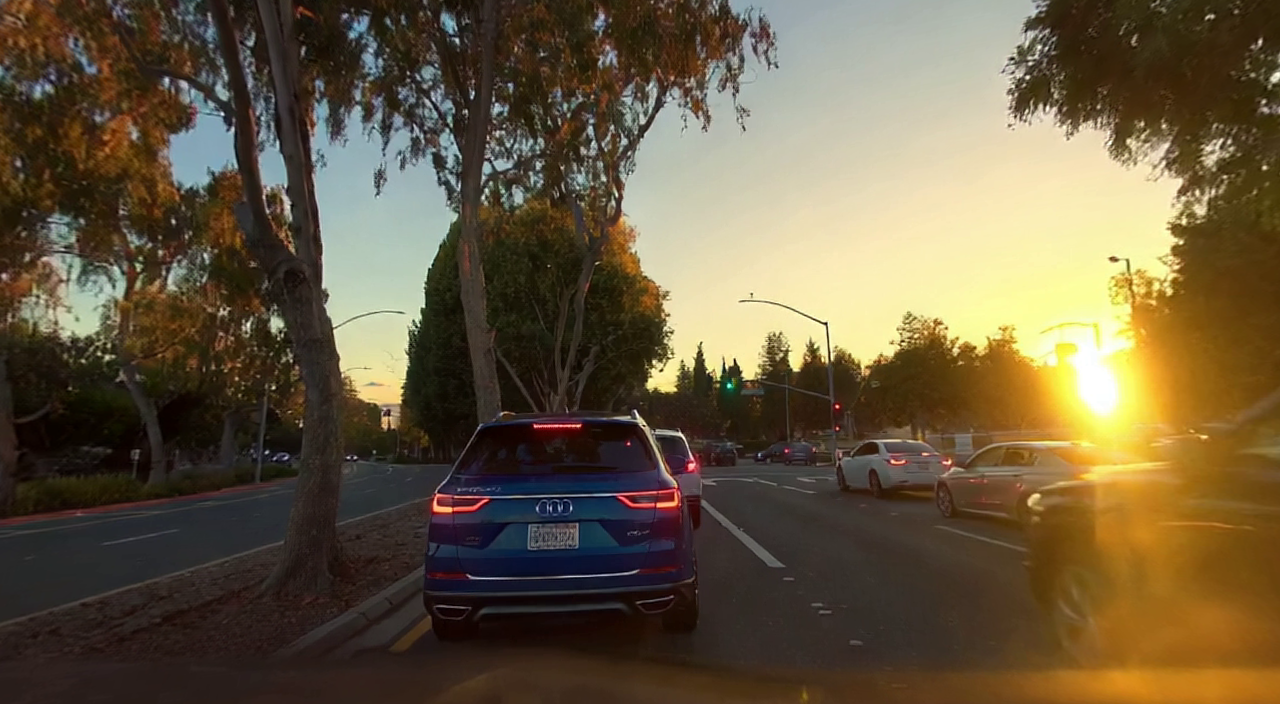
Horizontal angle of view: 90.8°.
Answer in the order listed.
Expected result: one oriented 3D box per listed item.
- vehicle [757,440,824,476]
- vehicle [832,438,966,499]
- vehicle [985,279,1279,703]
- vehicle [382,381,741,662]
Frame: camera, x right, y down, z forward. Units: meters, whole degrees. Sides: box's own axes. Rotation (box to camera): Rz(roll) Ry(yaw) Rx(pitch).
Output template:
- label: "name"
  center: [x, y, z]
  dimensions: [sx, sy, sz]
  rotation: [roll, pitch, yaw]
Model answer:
- label: "vehicle"
  center: [6.696, 4.752, 28.646]
  dimensions: [1.917, 1.489, 4.625]
  rotation: [0, -9, 0]
- label: "vehicle"
  center: [7.013, 3.186, 17.703]
  dimensions: [1.890, 1.489, 4.415]
  rotation: [0, -9, 0]
- label: "vehicle"
  center: [3.428, 0.607, 1.659]
  dimensions: [2.200, 1.909, 4.853]
  rotation: [0, -9, -1]
- label: "vehicle"
  center: [-0.429, 1.353, 6.093]
  dimensions: [2.201, 1.709, 4.271]
  rotation: [0, -9, 2]
